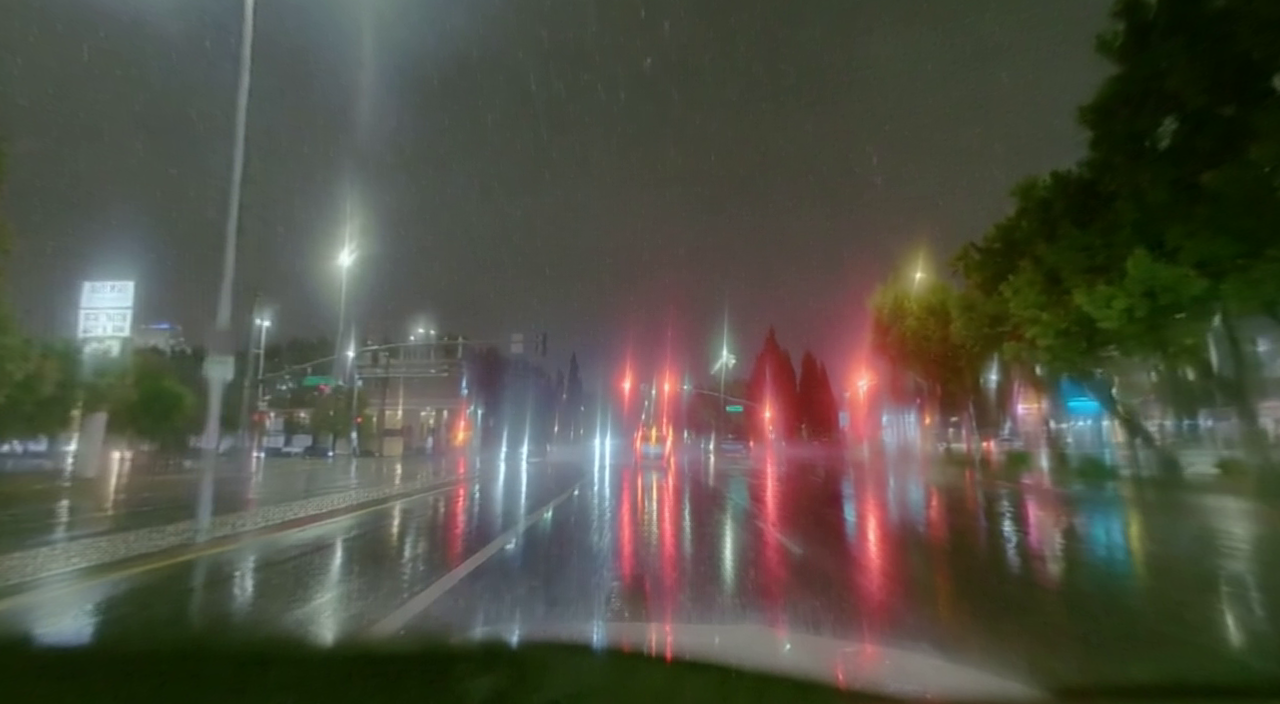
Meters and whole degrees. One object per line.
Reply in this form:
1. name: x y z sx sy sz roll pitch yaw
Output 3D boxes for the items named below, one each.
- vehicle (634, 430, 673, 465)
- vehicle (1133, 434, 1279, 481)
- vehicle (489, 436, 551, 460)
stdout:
1. vehicle: 0.716 5.097 33.795 1.994 1.759 4.186 0 -8 1
2. vehicle: 19.763 3.526 21.283 4.479 1.488 2.038 0 -8 1
3. vehicle: -8.638 6.925 45.725 1.954 1.673 4.460 -4 -9 28
